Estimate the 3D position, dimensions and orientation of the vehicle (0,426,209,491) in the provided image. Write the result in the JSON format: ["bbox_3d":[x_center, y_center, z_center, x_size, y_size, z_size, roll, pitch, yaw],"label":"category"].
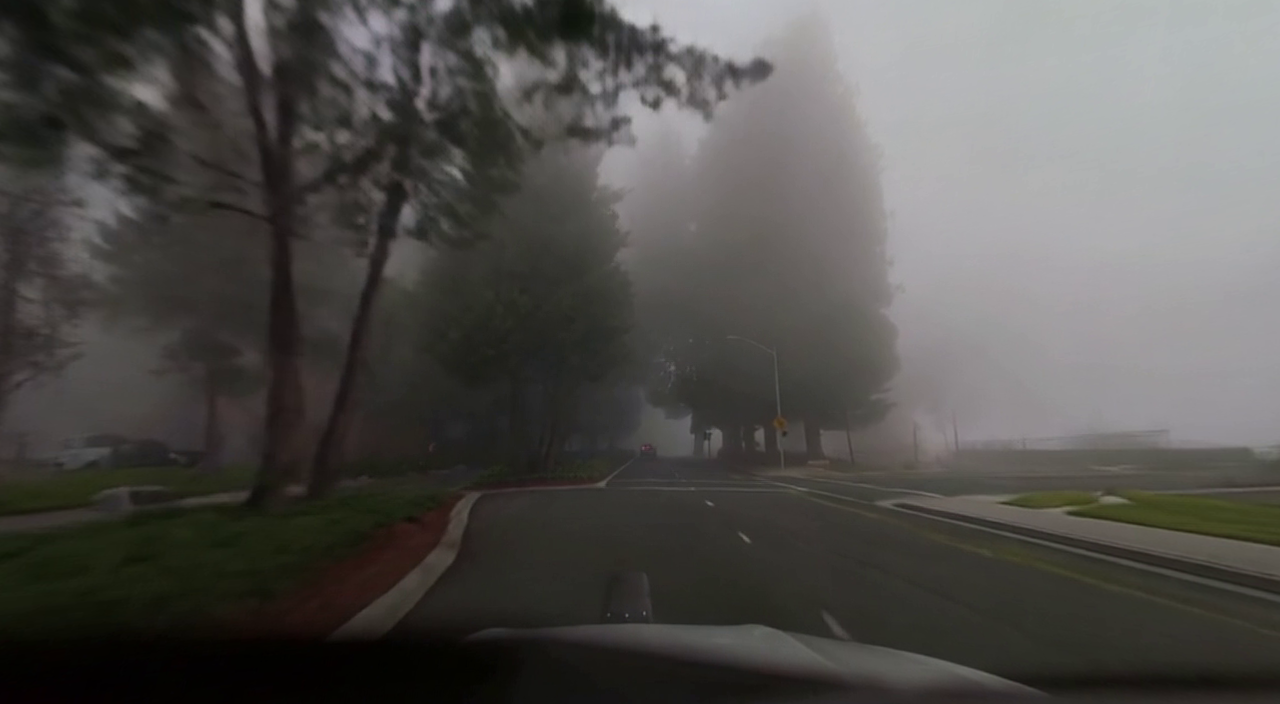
[{"bbox_3d":[-23.152,4.624,27.526,6.364,2.595,2.828,0,-9,-3],"label":"vehicle"}]
